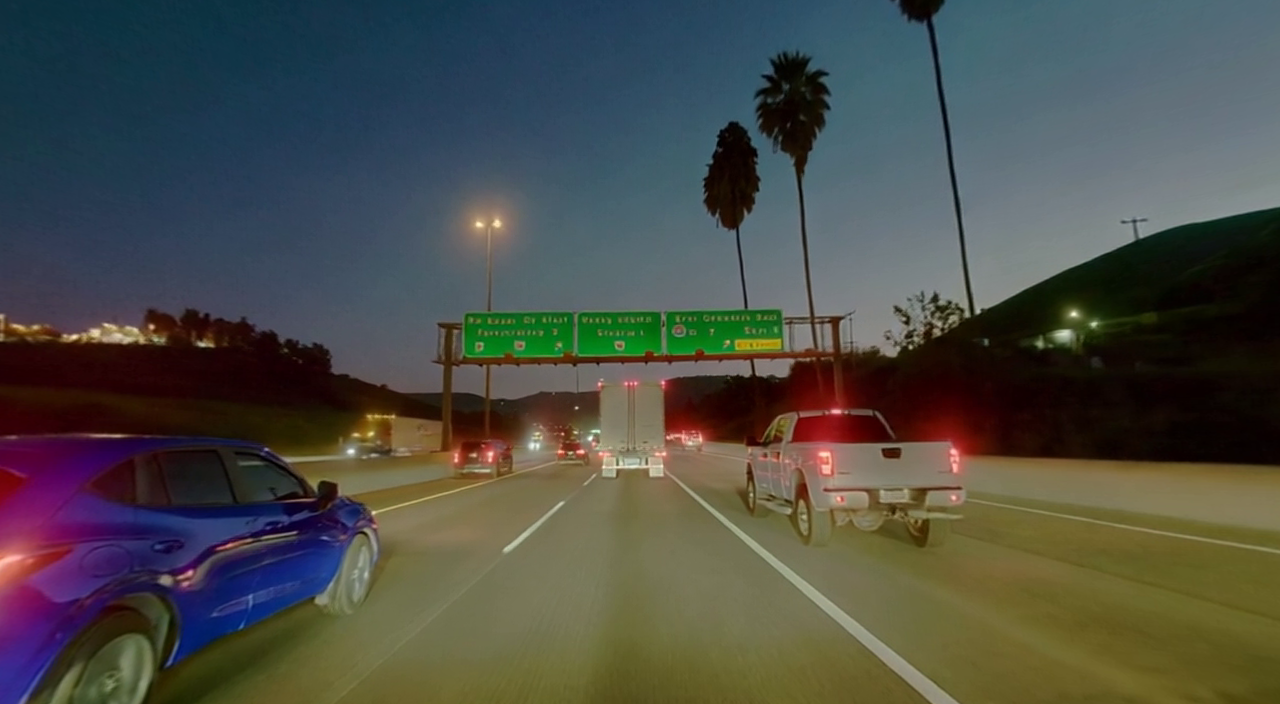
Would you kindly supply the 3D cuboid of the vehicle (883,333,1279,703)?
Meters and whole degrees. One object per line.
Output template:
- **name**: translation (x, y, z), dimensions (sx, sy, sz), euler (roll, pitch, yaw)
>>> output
- **vehicle**: translation (3.169, 0.803, 3.267), dimensions (1.859, 1.416, 4.695), euler (0, -9, -1)

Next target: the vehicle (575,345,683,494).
- **vehicle**: translation (-0.207, 2.614, 22.511), dimensions (2.906, 4.040, 10.743), euler (0, -9, 1)

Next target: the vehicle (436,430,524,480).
- **vehicle**: translation (-6.863, 4.491, 27.865), dimensions (2.344, 1.954, 5.579), euler (0, -9, 1)

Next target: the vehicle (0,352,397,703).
- **vehicle**: translation (-3.212, 1.075, 3.767), dimensions (1.885, 1.654, 4.103), euler (0, -9, 0)

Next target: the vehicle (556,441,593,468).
- **vehicle**: translation (-3.883, 6.170, 38.132), dimensions (1.874, 1.475, 4.328), euler (0, -9, -1)
